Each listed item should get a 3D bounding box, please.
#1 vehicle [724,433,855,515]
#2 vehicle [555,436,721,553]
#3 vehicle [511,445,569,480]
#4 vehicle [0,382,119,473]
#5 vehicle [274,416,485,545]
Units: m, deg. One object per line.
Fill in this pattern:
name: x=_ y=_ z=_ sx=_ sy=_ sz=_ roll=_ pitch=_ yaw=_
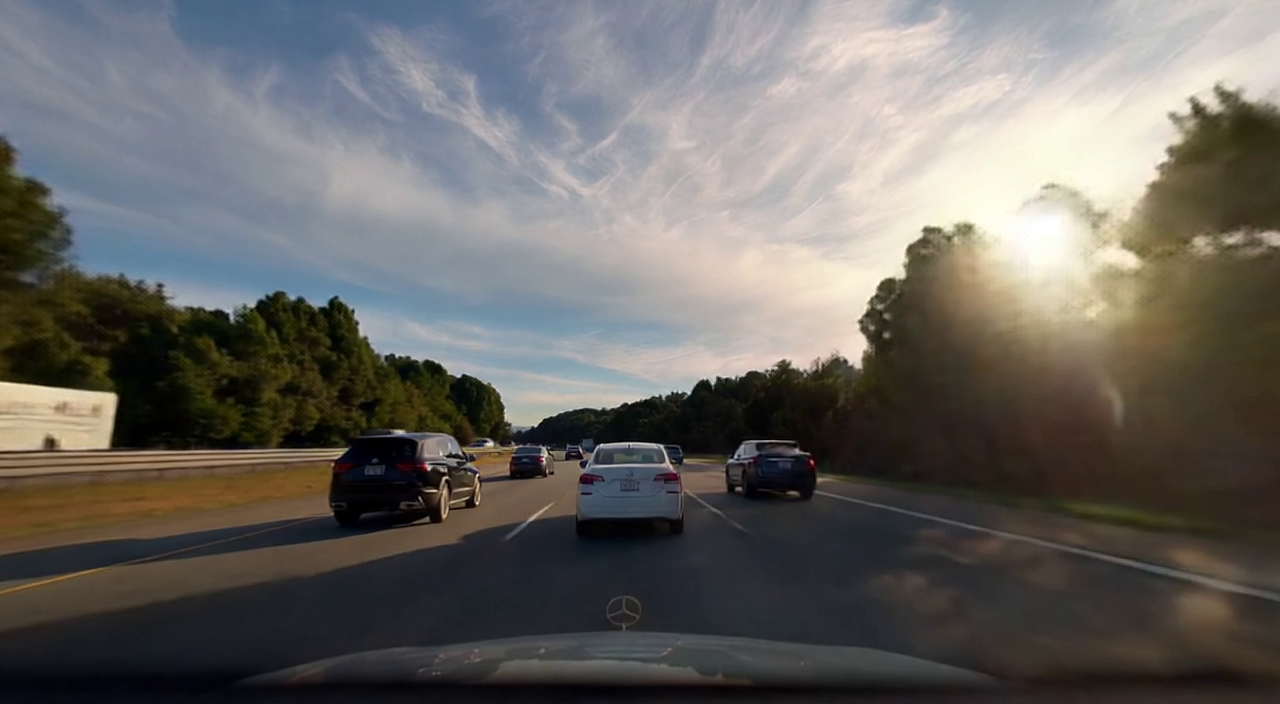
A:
vehicle: x=3.395 y=2.869 z=15.254 sx=1.996 sy=1.688 sz=4.207 roll=0 pitch=-9 yaw=-2
vehicle: x=-0.098 y=2.164 z=10.251 sx=2.120 sy=1.478 sz=4.179 roll=0 pitch=-9 yaw=-2
vehicle: x=-4.581 y=5.115 z=29.439 sx=2.122 sy=1.491 sz=3.800 roll=0 pitch=-9 yaw=-1
vehicle: x=-20.428 y=2.423 z=19.908 sx=2.417 sy=2.689 sz=6.486 roll=0 pitch=-9 yaw=-1
vehicle: x=-3.991 y=2.038 z=10.542 sx=1.830 sy=1.703 sz=4.142 roll=0 pitch=-9 yaw=-2
